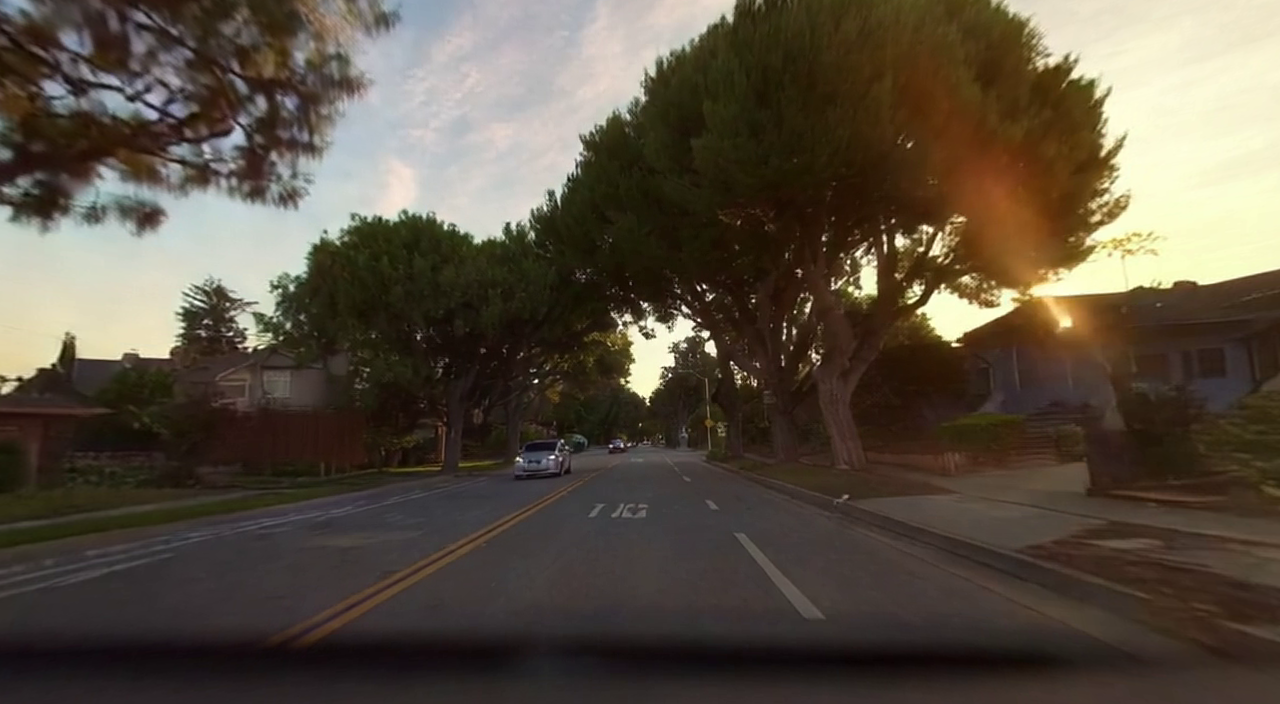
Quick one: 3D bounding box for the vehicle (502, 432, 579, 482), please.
[{"bbox_3d":[-3.865,4.177,25.393,2.172,1.793,4.696,0,-8,2],"label":"vehicle"}]
